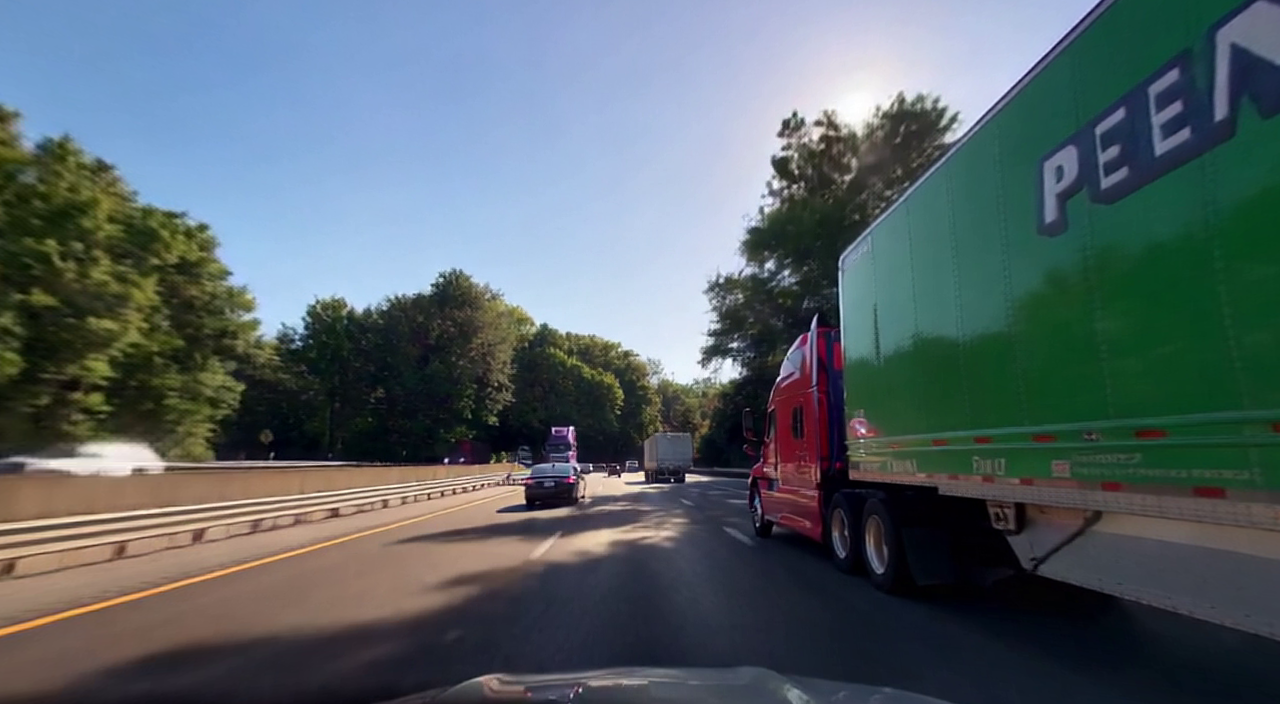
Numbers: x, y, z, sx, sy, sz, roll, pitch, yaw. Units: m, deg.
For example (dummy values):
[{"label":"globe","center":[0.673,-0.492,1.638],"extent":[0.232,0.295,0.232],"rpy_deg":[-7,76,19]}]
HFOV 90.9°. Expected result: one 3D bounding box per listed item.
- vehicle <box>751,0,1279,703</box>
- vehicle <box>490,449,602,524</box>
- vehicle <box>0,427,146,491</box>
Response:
[{"label":"vehicle","center":[3.846,0.474,6.068],"extent":[2.856,4.040,14.009],"rpy_deg":[1,-10,-1]},{"label":"vehicle","center":[-2.215,3.389,16.280],"extent":[2.010,1.580,4.949],"rpy_deg":[0,-10,1]},{"label":"vehicle","center":[-15.873,2.895,17.016],"extent":[1.797,1.497,3.967],"rpy_deg":[1,-10,-1]}]
